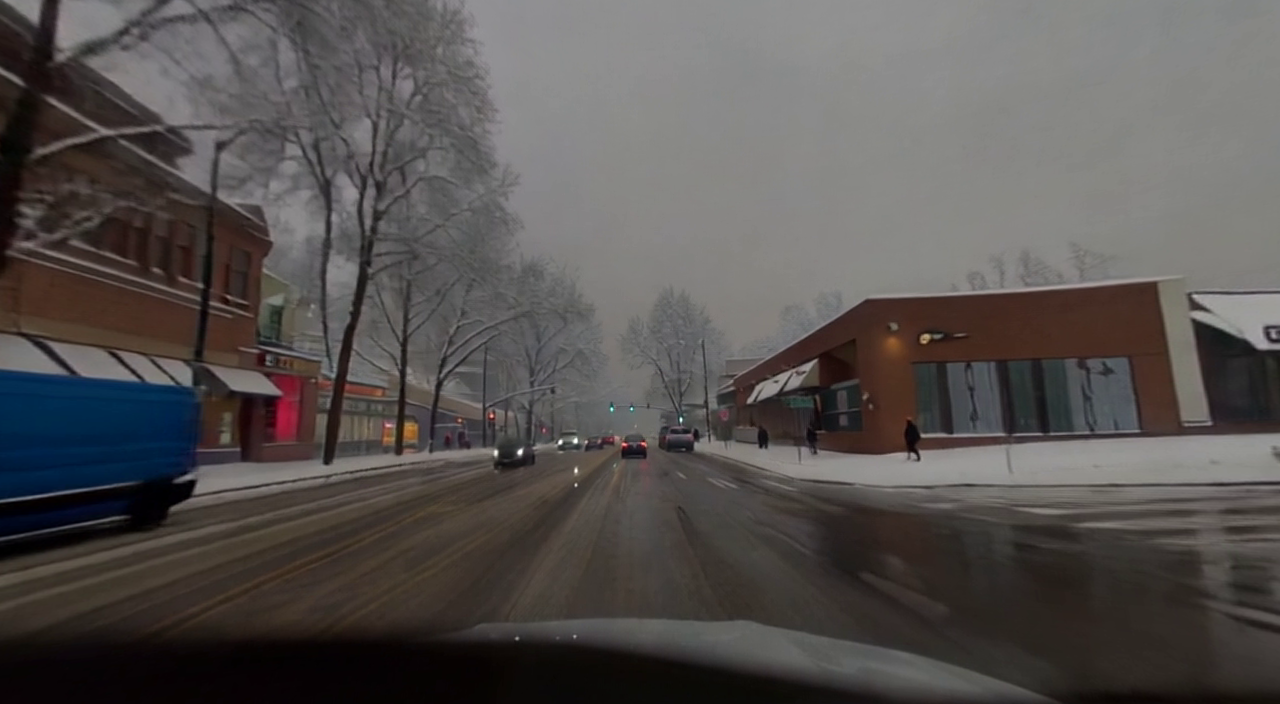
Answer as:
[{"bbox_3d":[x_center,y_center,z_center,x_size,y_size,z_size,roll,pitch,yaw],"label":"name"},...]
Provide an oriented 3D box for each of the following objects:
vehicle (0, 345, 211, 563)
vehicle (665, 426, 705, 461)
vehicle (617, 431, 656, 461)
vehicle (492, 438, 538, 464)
[{"bbox_3d":[-8.897,1.343,8.379,2.348,2.588,5.860,0,-8,-2],"label":"vehicle"},{"bbox_3d":[2.685,5.547,38.351,2.147,1.968,4.478,0,-8,0],"label":"vehicle"},{"bbox_3d":[-0.264,5.733,38.651,2.274,1.736,4.083,0,-8,-1],"label":"vehicle"},{"bbox_3d":[-7.600,6.009,38.621,2.121,1.489,4.430,0,-8,-4],"label":"vehicle"}]
